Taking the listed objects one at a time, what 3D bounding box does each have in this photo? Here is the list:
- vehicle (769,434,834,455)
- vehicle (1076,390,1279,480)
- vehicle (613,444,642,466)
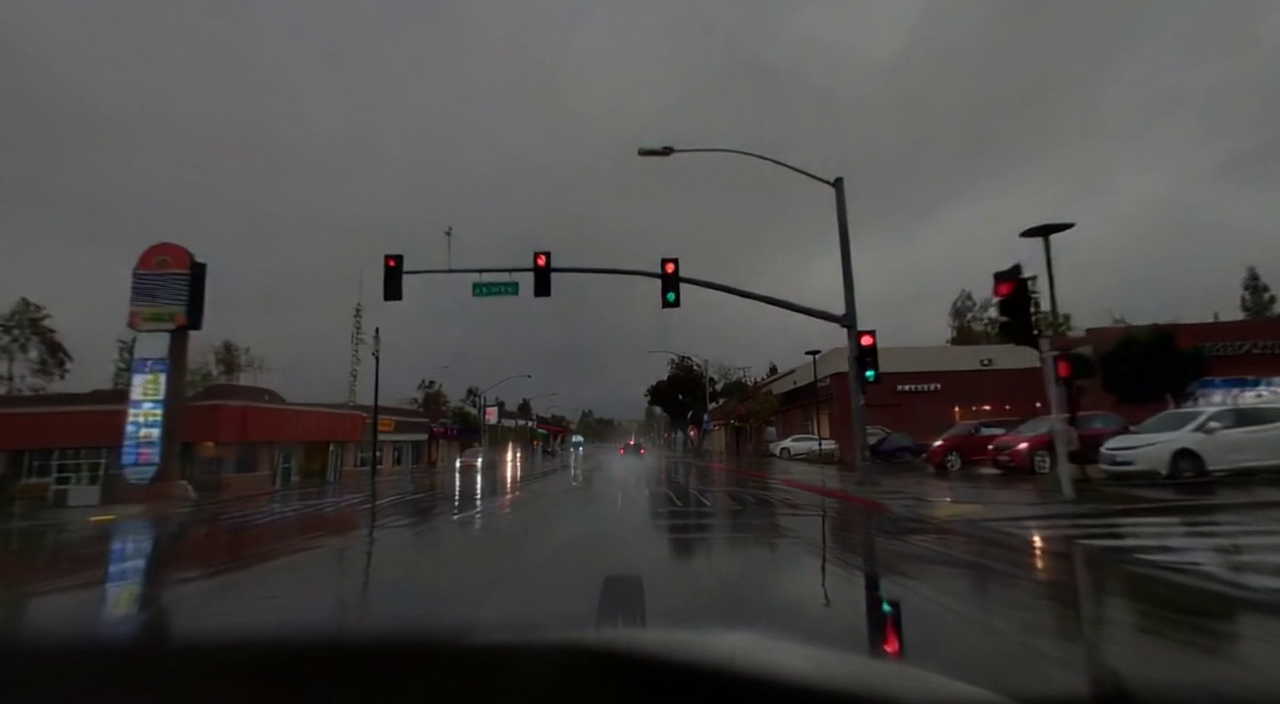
[{"bbox_3d":[12.496,7.192,49.055,4.486,1.569,1.966,0,-9,-4],"label":"vehicle"},{"bbox_3d":[12.885,1.837,13.963,4.852,1.805,2.155,0,-9,-1],"label":"vehicle"},{"bbox_3d":[-0.879,7.222,44.437,1.977,1.451,4.032,0,-8,-1],"label":"vehicle"}]
